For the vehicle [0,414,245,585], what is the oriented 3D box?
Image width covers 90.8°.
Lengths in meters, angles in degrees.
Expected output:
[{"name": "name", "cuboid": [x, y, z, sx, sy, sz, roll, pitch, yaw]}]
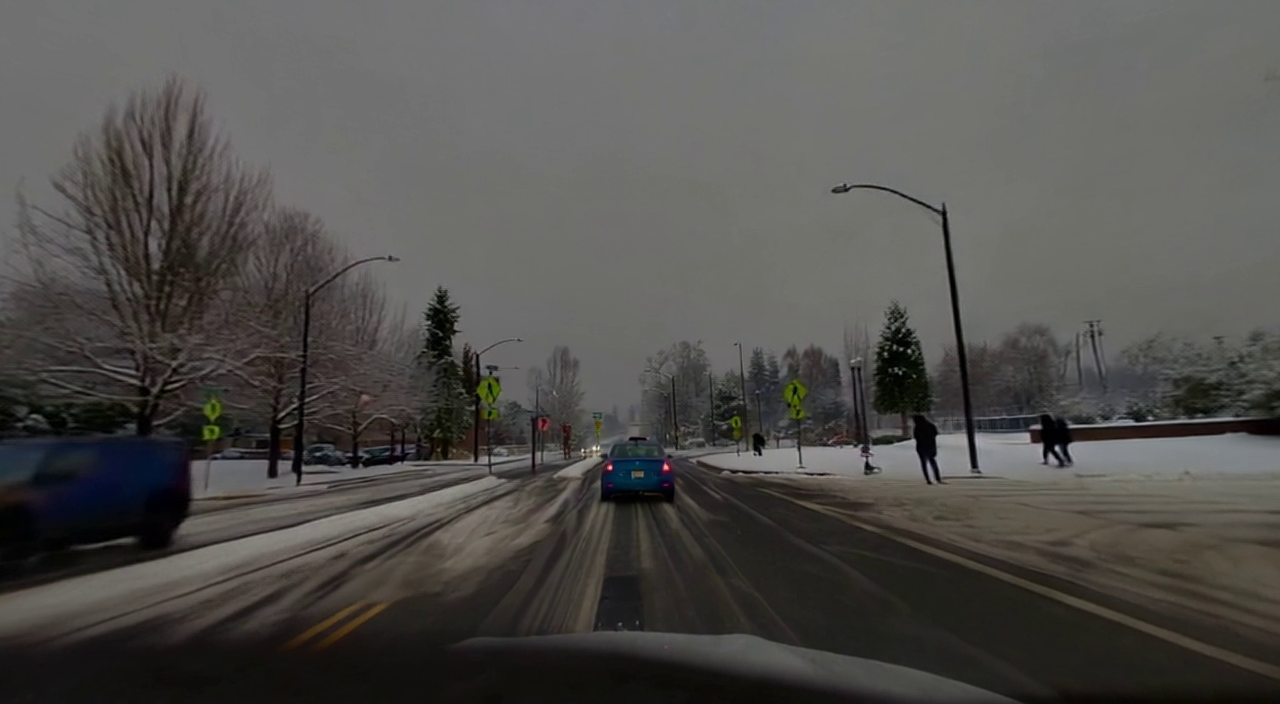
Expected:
[{"name": "vehicle", "cuboid": [-8.434, 1.973, 9.166, 2.179, 1.933, 5.034, -1, -8, -1]}]

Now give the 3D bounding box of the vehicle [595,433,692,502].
[{"name": "vehicle", "cuboid": [0.009, 2.970, 16.740, 2.221, 1.570, 4.398, 0, -8, -2]}]
